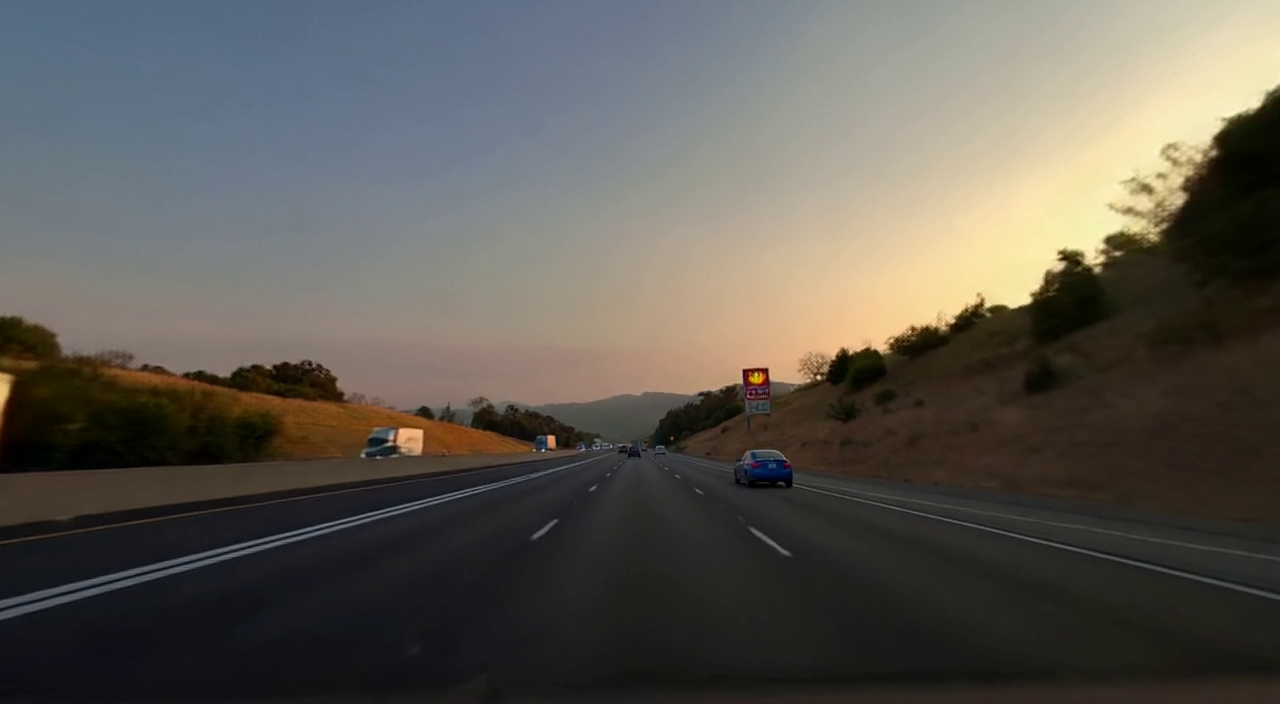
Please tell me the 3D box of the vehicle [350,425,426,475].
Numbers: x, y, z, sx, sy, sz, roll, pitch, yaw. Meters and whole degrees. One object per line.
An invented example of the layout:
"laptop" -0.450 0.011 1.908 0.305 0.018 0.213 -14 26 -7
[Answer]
"vehicle" -19.392 7.628 49.139 2.795 3.552 7.495 0 -9 0

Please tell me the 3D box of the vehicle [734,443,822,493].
"vehicle" 4.457 3.808 21.039 1.967 1.472 3.751 0 -9 -2
